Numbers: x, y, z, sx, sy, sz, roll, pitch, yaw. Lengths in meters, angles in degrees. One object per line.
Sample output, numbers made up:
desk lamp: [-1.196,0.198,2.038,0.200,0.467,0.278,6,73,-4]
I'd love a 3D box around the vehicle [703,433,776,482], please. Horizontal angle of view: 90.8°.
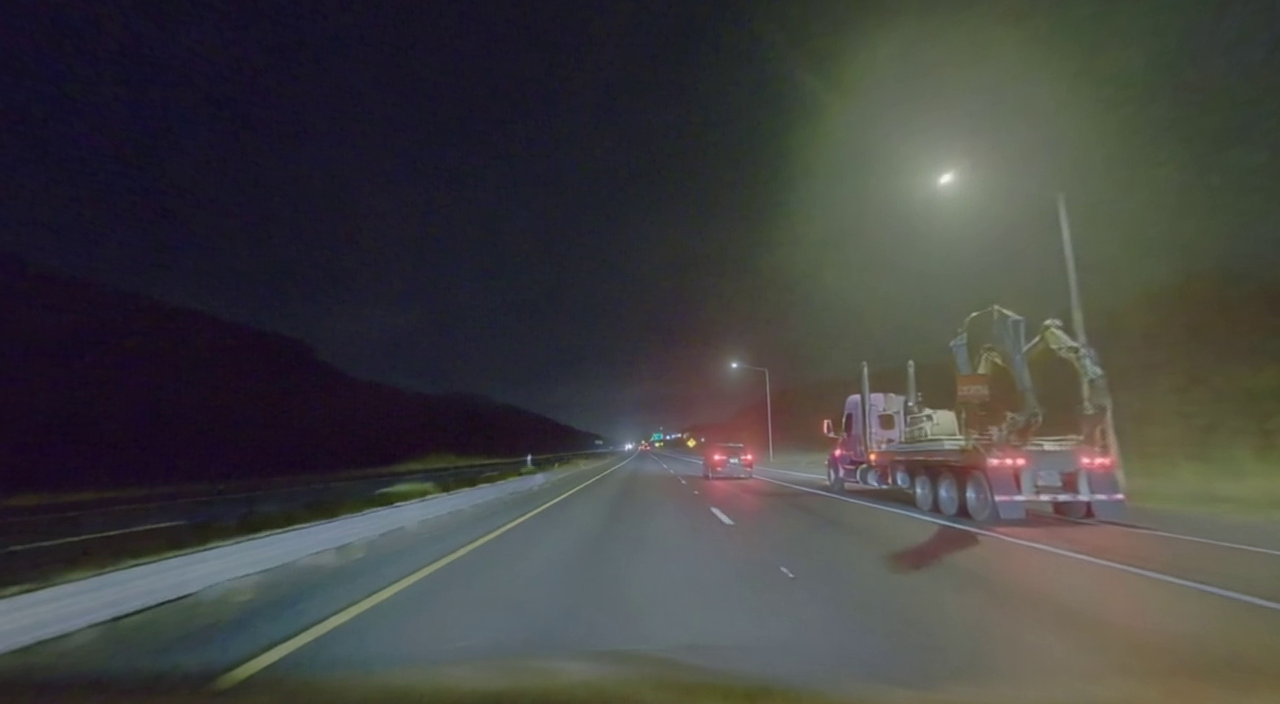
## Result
vehicle: [4.373,4.798,28.809,2.309,2.003,5.139,0,-9,-2]
